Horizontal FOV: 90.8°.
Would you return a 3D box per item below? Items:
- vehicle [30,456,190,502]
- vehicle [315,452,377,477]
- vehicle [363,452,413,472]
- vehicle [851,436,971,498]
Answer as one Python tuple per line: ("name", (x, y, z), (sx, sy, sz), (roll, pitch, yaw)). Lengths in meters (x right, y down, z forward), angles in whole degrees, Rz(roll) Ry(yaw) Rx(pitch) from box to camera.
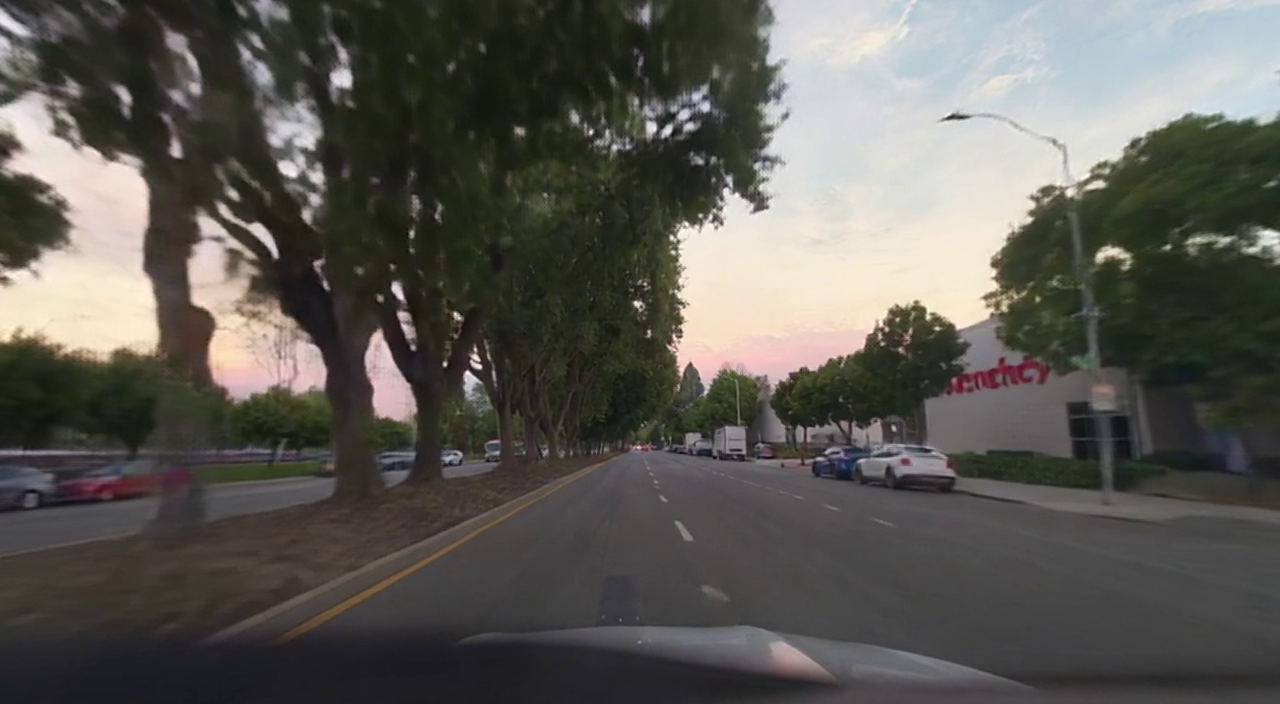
("vehicle", (-19.631, 4.692, 23.769), (1.840, 1.464, 4.781), (0, -9, 1))
("vehicle", (-19.537, 7.463, 42.223), (1.890, 1.468, 4.727), (0, -9, 0))
("vehicle", (-19.456, 8.480, 48.918), (1.787, 1.482, 4.645), (-1, -9, 3))
("vehicle", (9.161, 3.885, 21.830), (1.994, 1.738, 4.622), (5, -9, -2))
